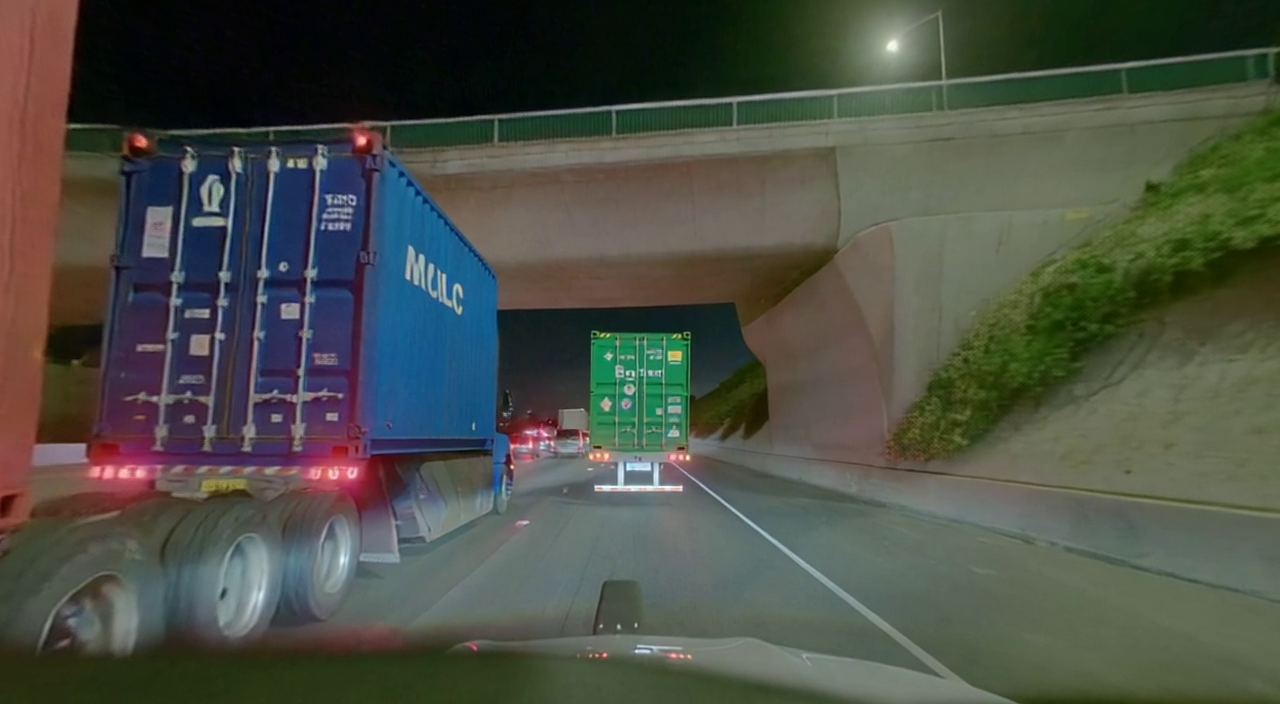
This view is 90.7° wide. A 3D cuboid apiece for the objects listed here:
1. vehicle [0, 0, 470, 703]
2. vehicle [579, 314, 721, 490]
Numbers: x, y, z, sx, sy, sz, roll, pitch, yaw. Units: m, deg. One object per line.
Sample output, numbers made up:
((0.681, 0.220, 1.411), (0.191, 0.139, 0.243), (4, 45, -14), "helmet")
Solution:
((-3.667, -0.527, 1.198), (2.873, 4.198, 13.317), (0, -9, 1), "vehicle")
((0.185, 1.710, 18.938), (3.357, 4.212, 7.519), (0, -9, -1), "vehicle")
